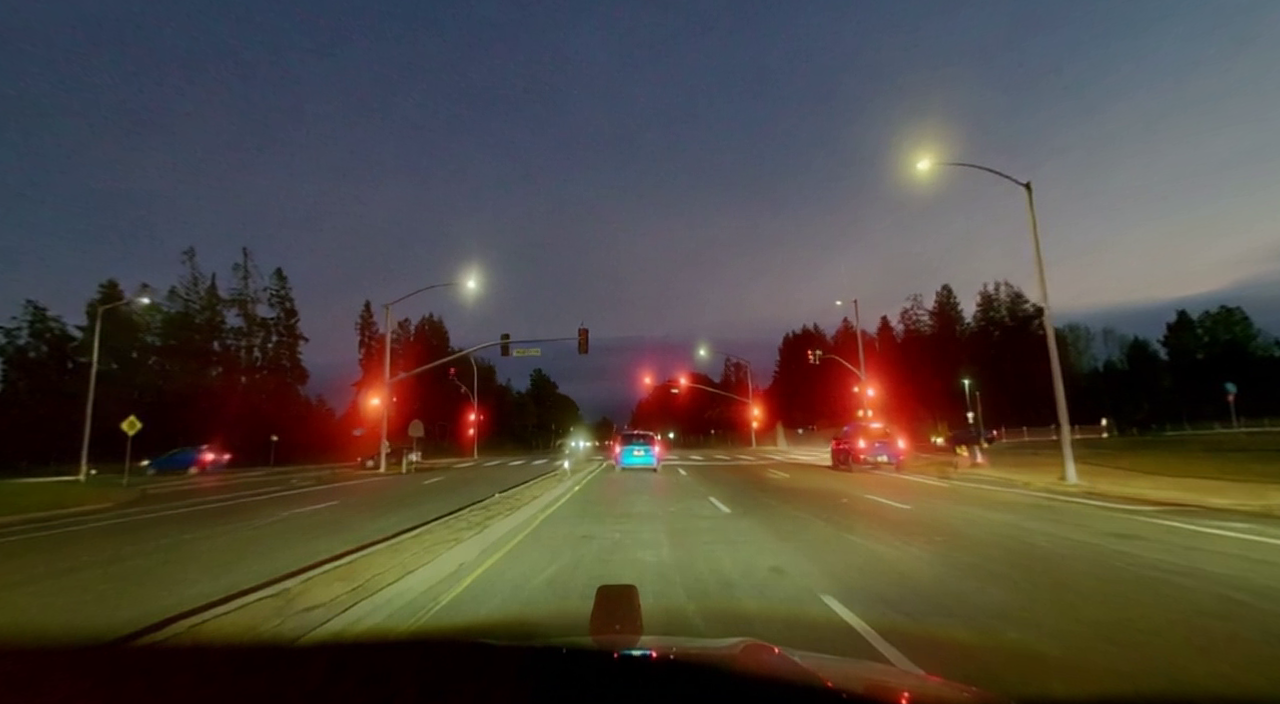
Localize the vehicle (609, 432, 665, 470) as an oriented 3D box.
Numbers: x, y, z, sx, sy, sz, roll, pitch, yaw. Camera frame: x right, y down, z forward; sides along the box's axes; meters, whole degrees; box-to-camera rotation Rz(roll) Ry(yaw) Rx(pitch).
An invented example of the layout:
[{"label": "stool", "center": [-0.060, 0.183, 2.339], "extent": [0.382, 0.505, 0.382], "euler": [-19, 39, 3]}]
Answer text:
[{"label": "vehicle", "center": [-0.050, 4.477, 28.780], "extent": [2.074, 1.570, 3.647], "euler": [0, -8, 7]}]
